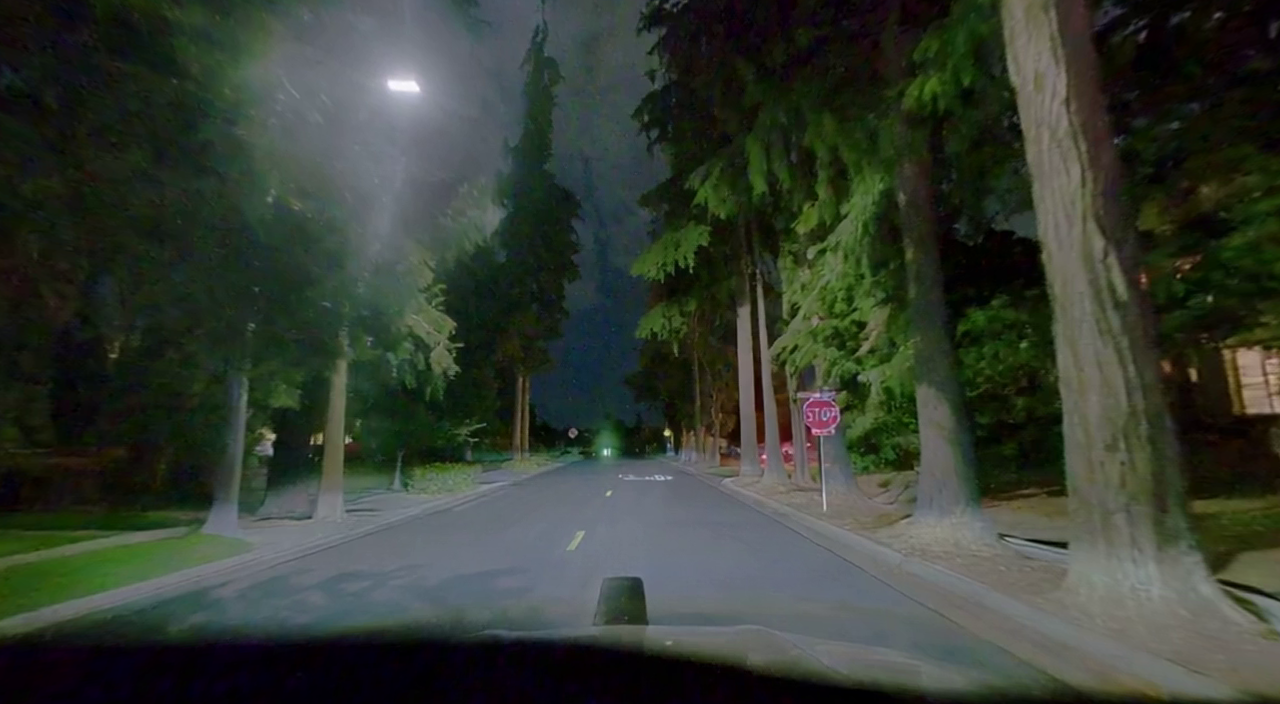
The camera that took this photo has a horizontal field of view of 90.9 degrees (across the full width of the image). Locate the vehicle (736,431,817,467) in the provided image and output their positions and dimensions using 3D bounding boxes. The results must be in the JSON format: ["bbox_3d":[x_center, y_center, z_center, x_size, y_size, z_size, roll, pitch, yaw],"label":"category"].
[{"bbox_3d":[9.896,7.005,45.862,5.239,1.933,2.131,-5,-3,-3],"label":"vehicle"}]

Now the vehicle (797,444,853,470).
[{"bbox_3d":[11.716,6.552,39.691,2.004,1.511,4.494,-6,-10,35],"label":"vehicle"}]

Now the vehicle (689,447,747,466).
[{"bbox_3d":[5.990,8.036,48.527,4.229,1.402,1.811,0,-9,0],"label":"vehicle"}]
